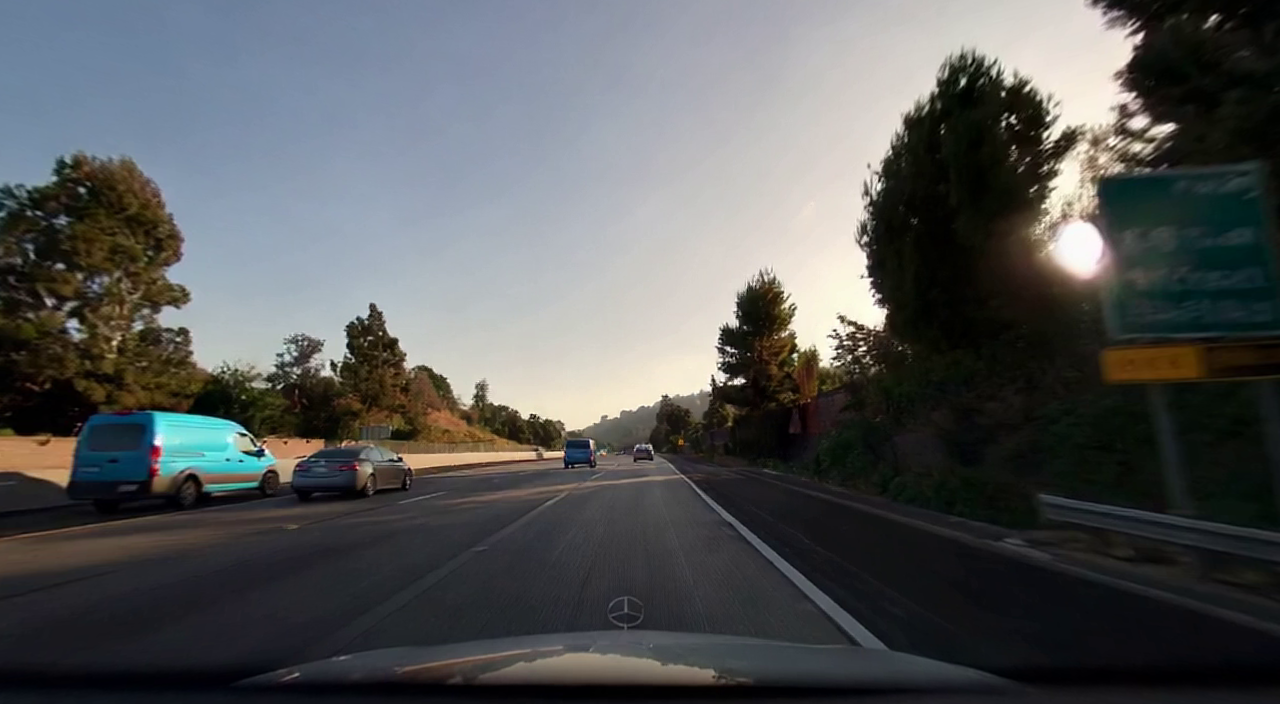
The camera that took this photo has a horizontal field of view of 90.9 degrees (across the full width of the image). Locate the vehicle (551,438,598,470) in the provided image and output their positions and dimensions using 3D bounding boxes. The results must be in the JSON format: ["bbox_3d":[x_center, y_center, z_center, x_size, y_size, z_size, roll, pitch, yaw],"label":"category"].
[{"bbox_3d":[-4.044,6.401,39.813,2.313,1.852,4.775,0,-8,2],"label":"vehicle"}]

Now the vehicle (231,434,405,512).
[{"bbox_3d":[-7.455,2.820,15.172,2.014,1.598,4.015,0,-8,1],"label":"vehicle"}]

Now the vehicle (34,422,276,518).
[{"bbox_3d":[-10.837,2.650,14.672,1.977,1.870,4.525,0,-8,0],"label":"vehicle"}]
